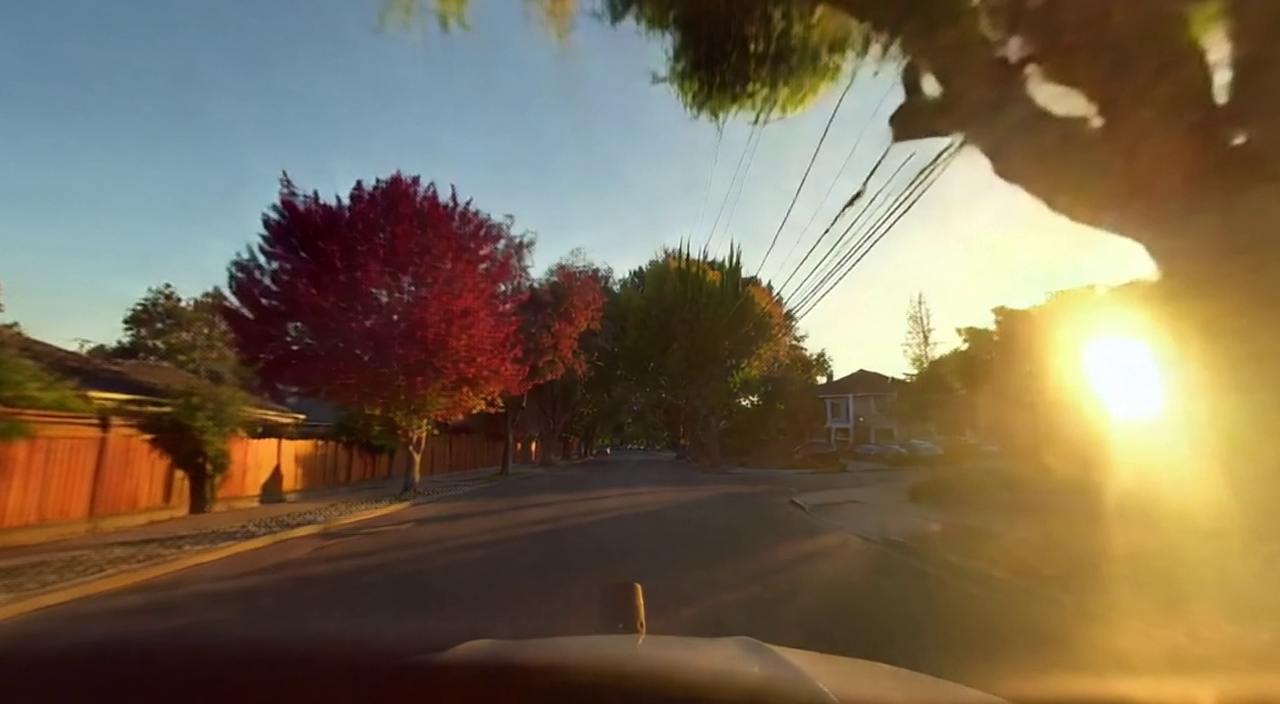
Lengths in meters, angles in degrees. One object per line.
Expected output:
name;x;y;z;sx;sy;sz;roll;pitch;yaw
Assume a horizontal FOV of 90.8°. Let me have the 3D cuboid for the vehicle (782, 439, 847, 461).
vehicle;12.619;7.087;45.912;4.286;1.525;2.219;-1;-9;10
